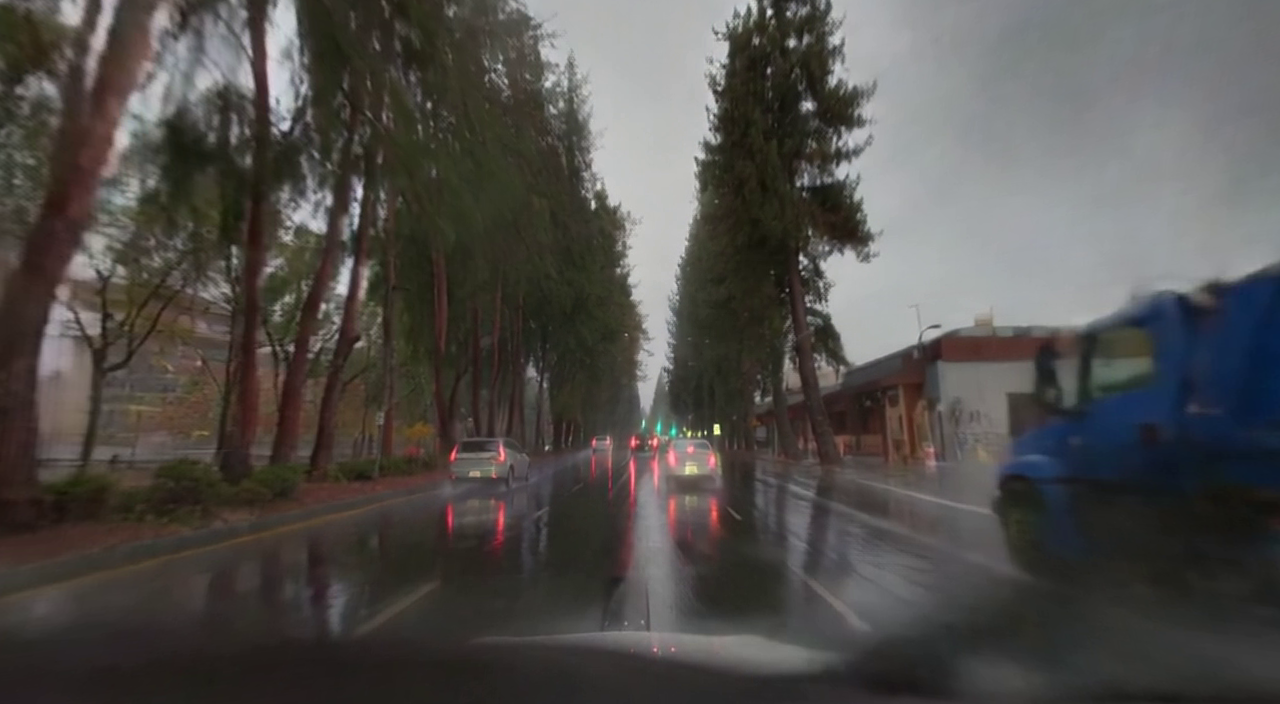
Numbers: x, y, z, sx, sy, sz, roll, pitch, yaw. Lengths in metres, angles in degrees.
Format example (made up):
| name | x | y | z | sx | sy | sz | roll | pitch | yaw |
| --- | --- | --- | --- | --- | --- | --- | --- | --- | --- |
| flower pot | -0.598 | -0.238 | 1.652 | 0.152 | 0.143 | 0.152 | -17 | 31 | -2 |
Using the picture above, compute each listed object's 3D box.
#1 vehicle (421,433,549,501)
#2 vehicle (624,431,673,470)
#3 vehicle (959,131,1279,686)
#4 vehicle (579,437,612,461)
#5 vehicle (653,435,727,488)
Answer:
| name | x | y | z | sx | sy | sz | roll | pitch | yaw |
| --- | --- | --- | --- | --- | --- | --- | --- | --- | --- |
| vehicle | -3.802 | 2.908 | 16.485 | 2.003 | 1.507 | 4.808 | 0 | -8 | 2 |
| vehicle | 0.460 | 4.886 | 31.515 | 2.289 | 1.808 | 4.033 | 0 | -8 | 2 |
| vehicle | 5.338 | 0.211 | 2.858 | 3.089 | 3.258 | 8.841 | -1 | -8 | 0 |
| vehicle | -3.218 | 7.180 | 46.752 | 2.062 | 1.641 | 4.193 | 0 | -8 | 1 |
| vehicle | 1.587 | 3.411 | 20.008 | 2.086 | 1.466 | 4.026 | -1 | -8 | 4 |
